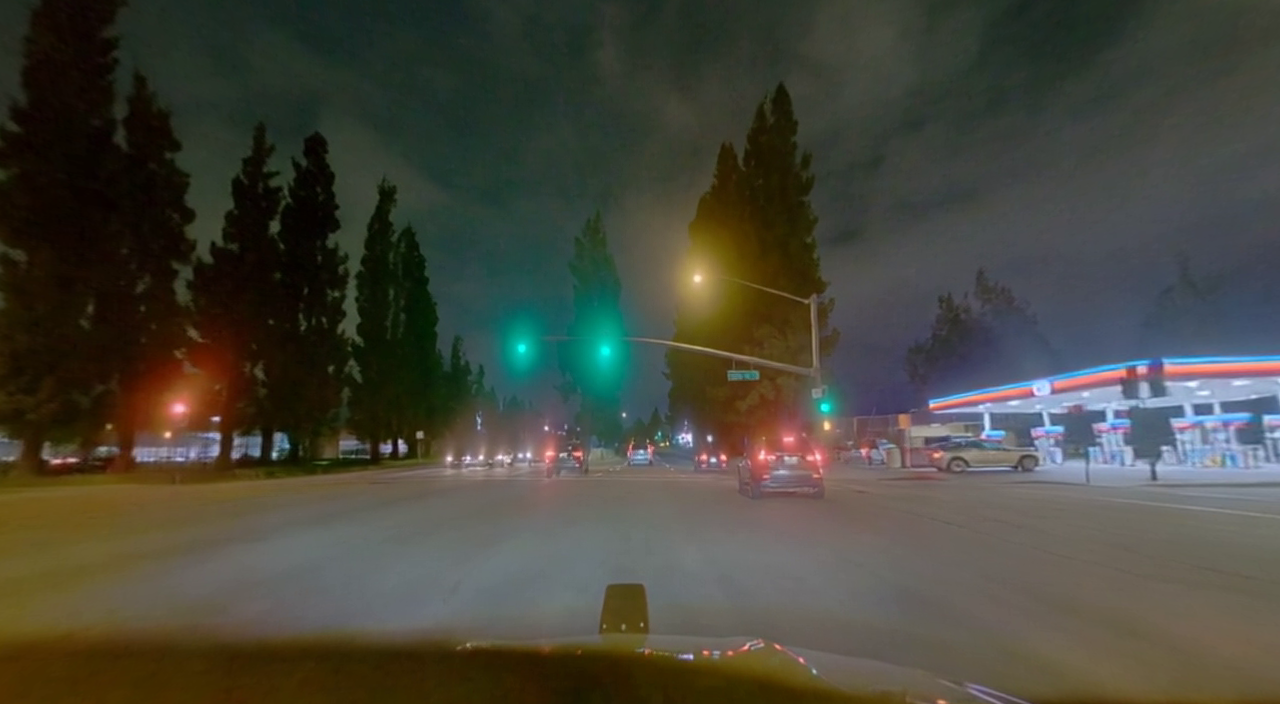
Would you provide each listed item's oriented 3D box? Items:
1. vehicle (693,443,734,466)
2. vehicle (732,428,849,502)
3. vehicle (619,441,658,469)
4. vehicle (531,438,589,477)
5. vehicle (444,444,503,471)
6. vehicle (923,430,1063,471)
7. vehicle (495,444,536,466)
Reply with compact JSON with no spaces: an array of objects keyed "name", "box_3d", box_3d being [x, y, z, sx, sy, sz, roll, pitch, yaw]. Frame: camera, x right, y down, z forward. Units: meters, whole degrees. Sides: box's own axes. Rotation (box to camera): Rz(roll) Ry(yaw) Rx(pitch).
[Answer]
[{"name":"vehicle","box_3d":[4.845,6.848,42.388,2.174,1.462,4.400,0,-8,-1]},{"name":"vehicle","box_3d":[3.804,2.923,16.774,2.022,1.683,4.171,0,-8,-1]},{"name":"vehicle","box_3d":[-0.062,5.814,35.893,2.104,1.477,4.591,0,-8,0]},{"name":"vehicle","box_3d":[-3.507,4.713,28.405,2.023,1.607,4.086,0,-8,1]},{"name":"vehicle","box_3d":[-9.404,5.982,35.952,2.023,1.433,4.699,0,-8,1]},{"name":"vehicle","box_3d":[18.027,5.057,32.414,5.585,1.866,2.607,-1,-8,-3]},{"name":"vehicle","box_3d":[-8.814,7.275,44.841,2.001,1.461,3.859,0,-8,2]}]
